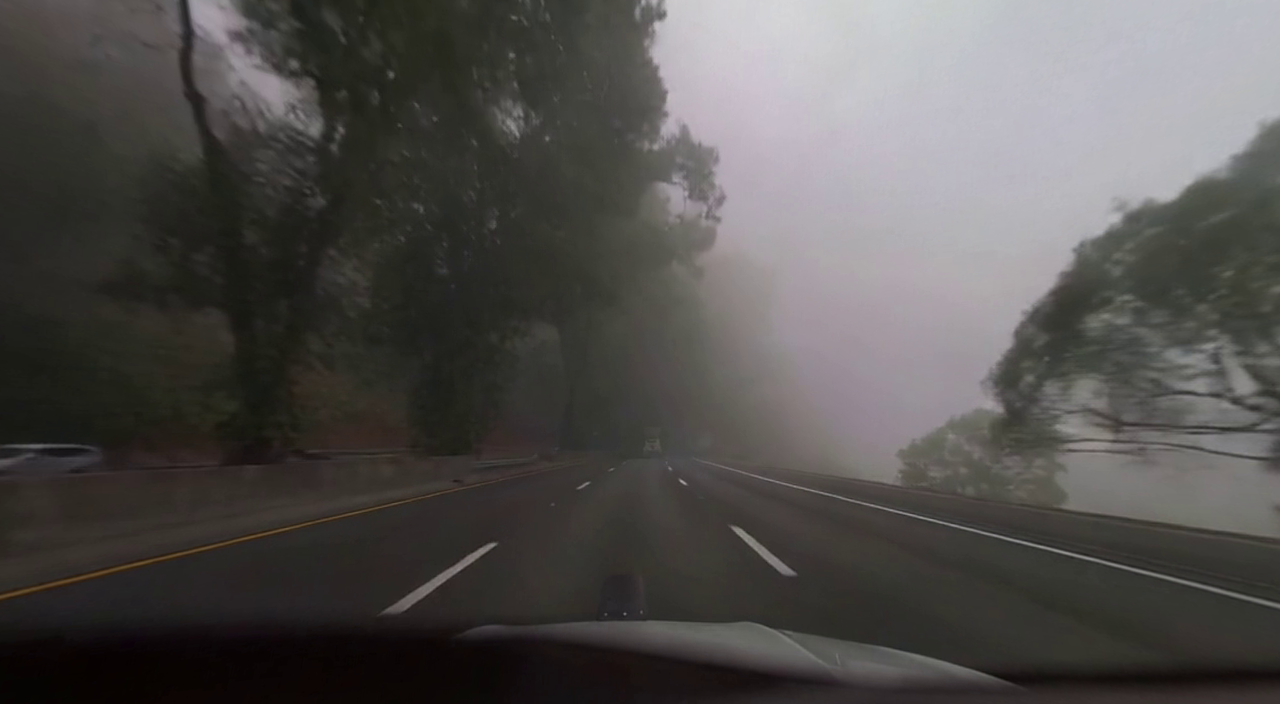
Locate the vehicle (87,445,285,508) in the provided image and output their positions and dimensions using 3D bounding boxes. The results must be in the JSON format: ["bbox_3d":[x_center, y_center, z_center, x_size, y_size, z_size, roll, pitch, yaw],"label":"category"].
[{"bbox_3d":[-11.966,3.277,17.080,2.024,1.464,4.388,0,-9,1],"label":"vehicle"}]
